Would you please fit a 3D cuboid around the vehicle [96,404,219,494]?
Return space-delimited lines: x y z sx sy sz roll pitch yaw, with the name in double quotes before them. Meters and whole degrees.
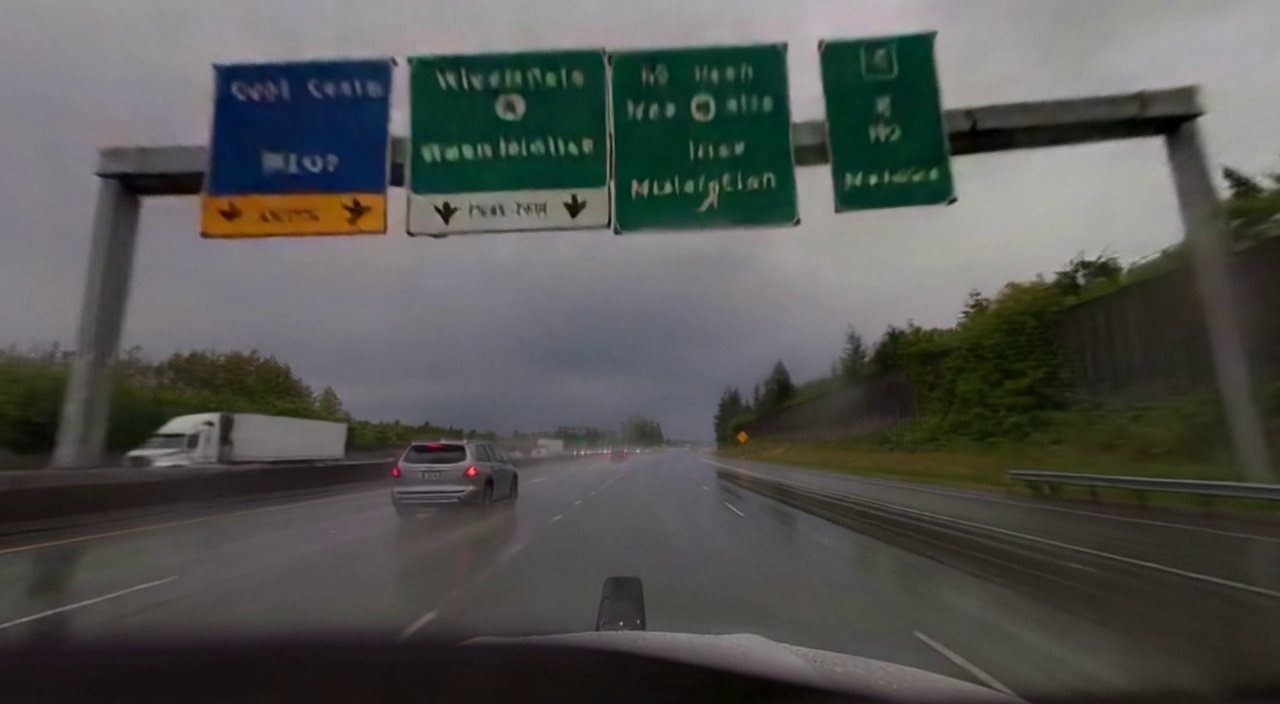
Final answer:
"vehicle" -22.758 4.574 29.992 2.954 4.005 3.206 0 -9 1

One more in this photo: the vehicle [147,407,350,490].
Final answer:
"vehicle" -22.572 5.805 38.257 2.839 4.056 14.261 0 -9 2

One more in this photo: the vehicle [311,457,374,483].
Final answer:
"vehicle" -18.336 7.271 39.112 1.887 1.417 3.931 -1 -9 2

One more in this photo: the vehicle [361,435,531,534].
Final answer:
"vehicle" -3.598 2.522 12.623 2.016 1.623 4.126 0 -9 1
